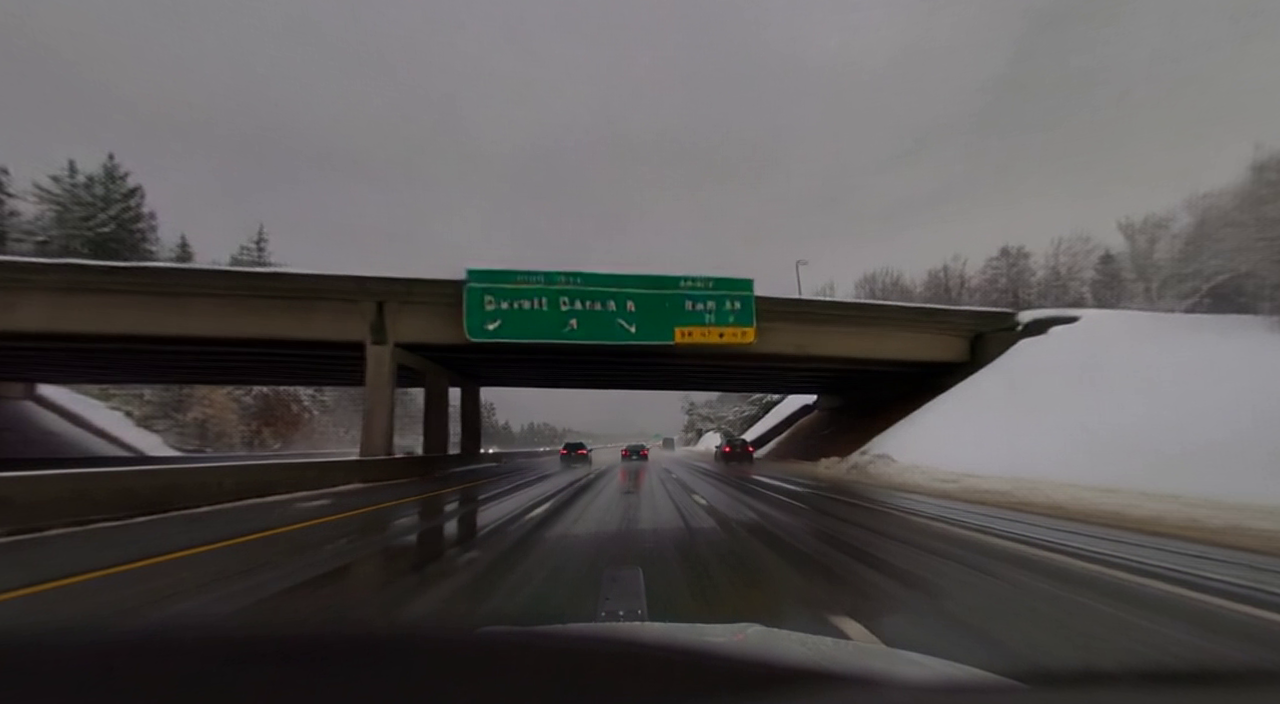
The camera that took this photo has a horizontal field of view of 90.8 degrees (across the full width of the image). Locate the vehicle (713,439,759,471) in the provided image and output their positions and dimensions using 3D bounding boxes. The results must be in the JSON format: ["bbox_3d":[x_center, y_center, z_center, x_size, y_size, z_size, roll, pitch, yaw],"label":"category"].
[{"bbox_3d":[5.192,5.623,34.586,1.936,1.625,3.991,0,-8,0],"label":"vehicle"}]

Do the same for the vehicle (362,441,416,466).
[{"bbox_3d":[-17.641,7.162,44.561,1.948,1.661,4.435,0,-8,1],"label":"vehicle"}]

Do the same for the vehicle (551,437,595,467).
[{"bbox_3d":[-4.027,6.145,38.917,2.113,1.756,4.471,0,-8,1],"label":"vehicle"}]

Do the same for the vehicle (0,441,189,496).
[{"bbox_3d":[-16.721,3.524,19.591,1.903,1.481,4.822,0,-8,0],"label":"vehicle"}]

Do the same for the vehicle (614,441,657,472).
[{"bbox_3d":[-0.218,5.340,32.485,2.075,1.486,4.007,0,-8,0],"label":"vehicle"}]
